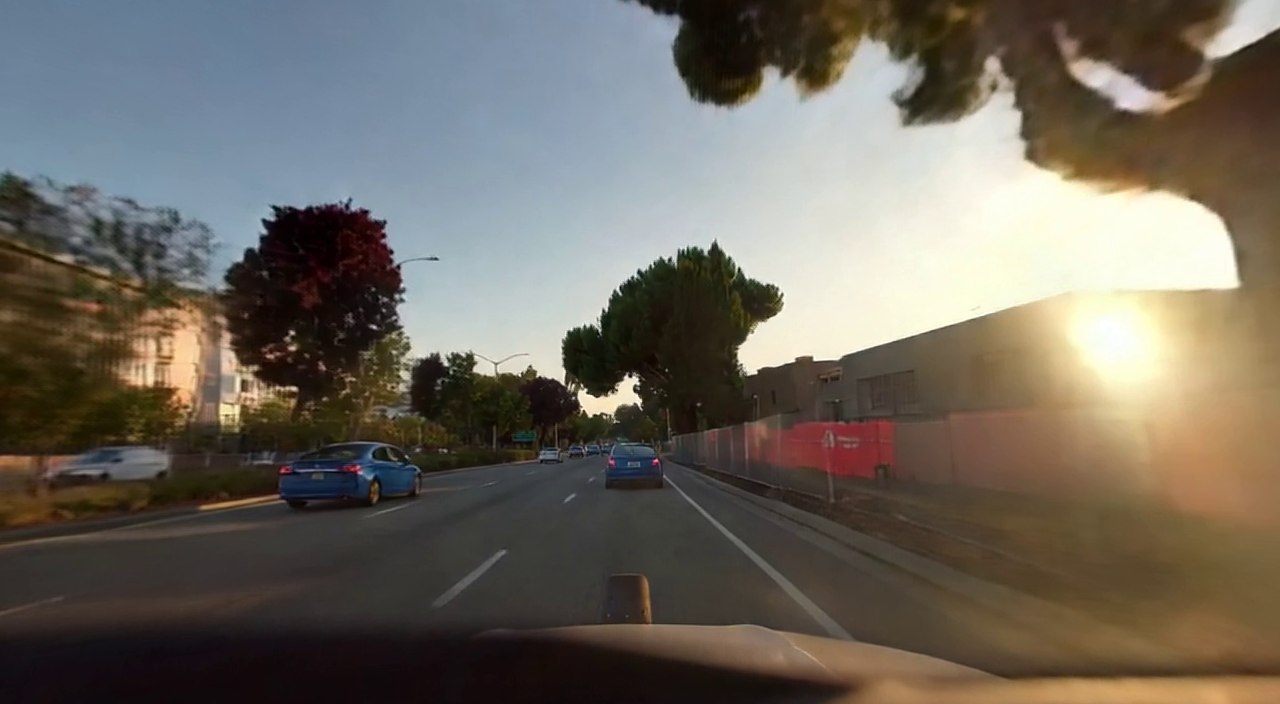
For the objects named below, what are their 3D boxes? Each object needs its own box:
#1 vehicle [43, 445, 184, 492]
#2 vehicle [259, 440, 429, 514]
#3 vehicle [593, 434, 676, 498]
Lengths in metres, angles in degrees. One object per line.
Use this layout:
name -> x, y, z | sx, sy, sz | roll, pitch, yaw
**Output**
vehicle -> -22.720, 5.016, 27.527 | 2.017, 1.845, 4.788 | 0, -9, -1
vehicle -> -6.809, 2.896, 15.143 | 1.877, 1.479, 4.430 | 0, -9, 1
vehicle -> -0.196, 3.362, 18.914 | 2.227, 1.654, 4.091 | 0, -9, -1
